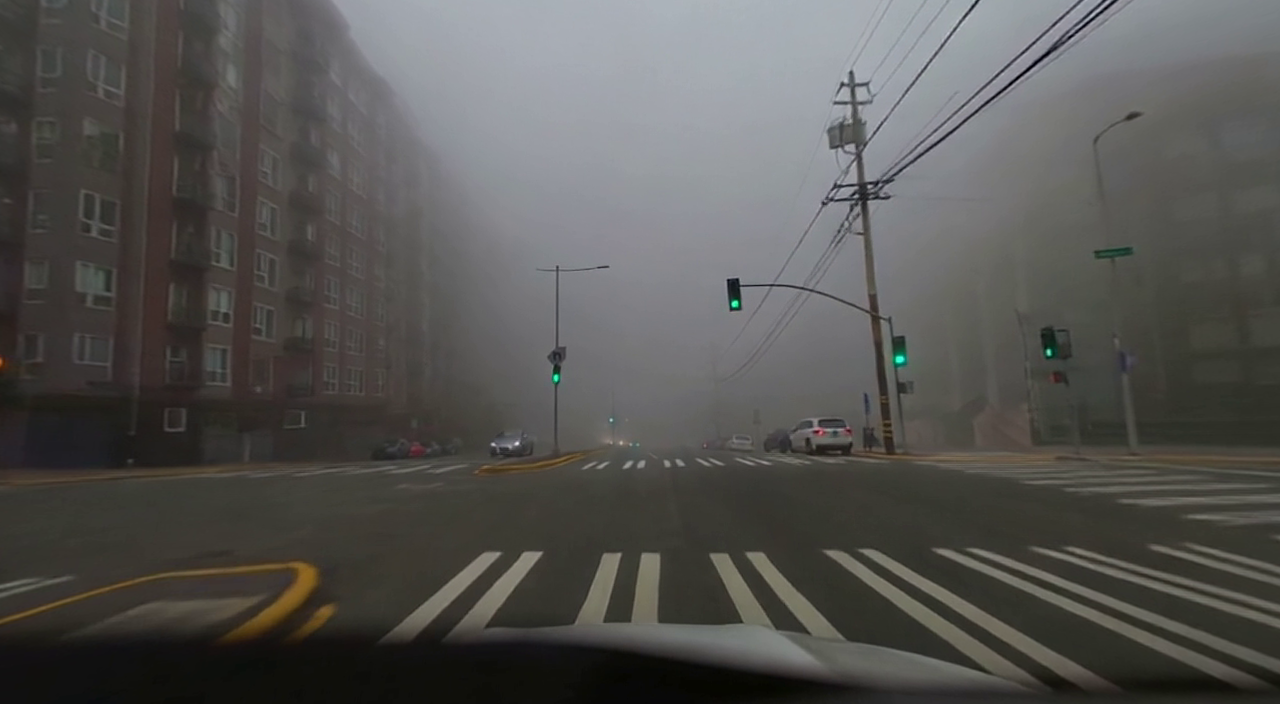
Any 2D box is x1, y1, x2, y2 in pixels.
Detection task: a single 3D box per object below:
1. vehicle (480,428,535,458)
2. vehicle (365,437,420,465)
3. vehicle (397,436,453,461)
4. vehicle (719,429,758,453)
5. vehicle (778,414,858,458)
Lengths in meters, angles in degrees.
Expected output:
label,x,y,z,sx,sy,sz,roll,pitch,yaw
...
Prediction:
label,x,y,z,sx,sy,sz,roll,pitch,yaw
vehicle,-7.471,5.165,36.046,2.180,1.608,4.321,0,-8,0
vehicle,-14.886,5.917,38.184,1.879,1.507,3.745,0,-6,-2
vehicle,-14.886,6.708,44.014,2.124,1.626,4.908,0,-8,1
vehicle,7.297,6.662,47.424,2.143,1.731,4.781,0,-8,0
vehicle,7.414,3.578,26.864,1.996,1.704,4.490,0,-8,-1
